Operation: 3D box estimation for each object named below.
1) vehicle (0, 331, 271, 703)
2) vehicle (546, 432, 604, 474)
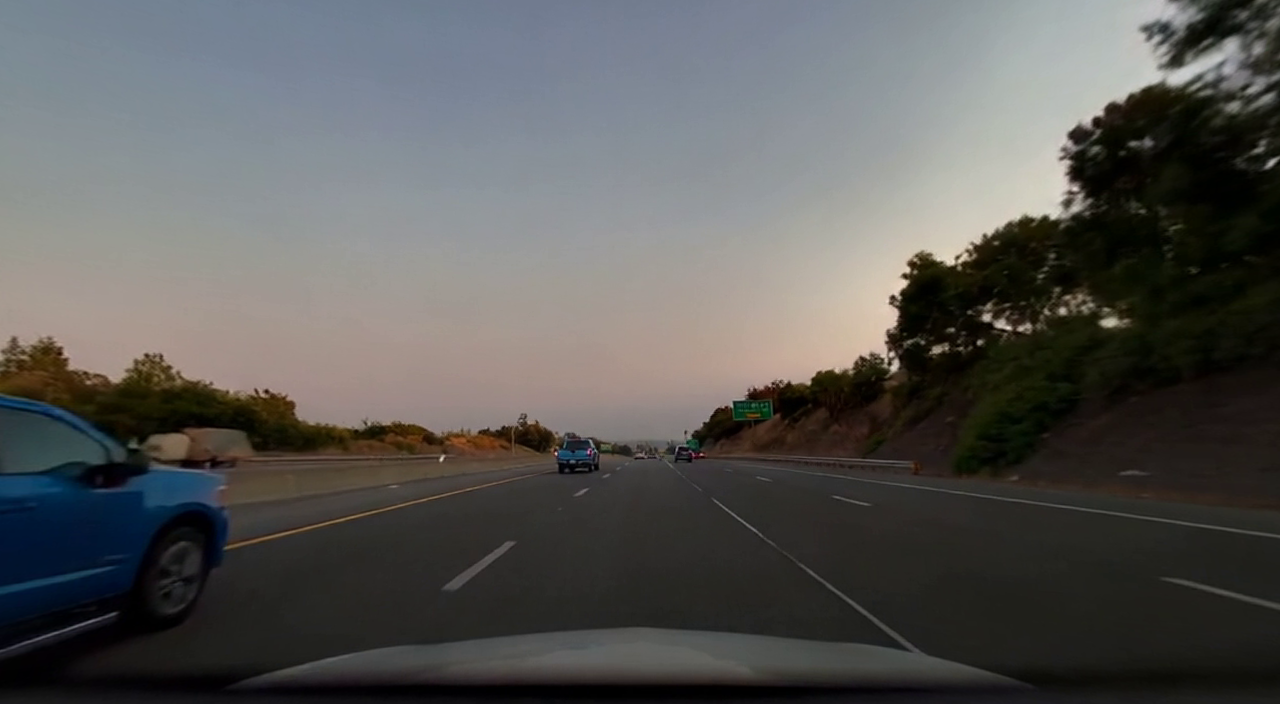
[{"bbox_3d":[-4.266,0.723,2.379,2.285,1.853,5.564,0,-9,1],"label":"vehicle"},{"bbox_3d":[-3.664,5.879,36.747,2.496,2.203,6.317,0,-9,2],"label":"vehicle"}]
